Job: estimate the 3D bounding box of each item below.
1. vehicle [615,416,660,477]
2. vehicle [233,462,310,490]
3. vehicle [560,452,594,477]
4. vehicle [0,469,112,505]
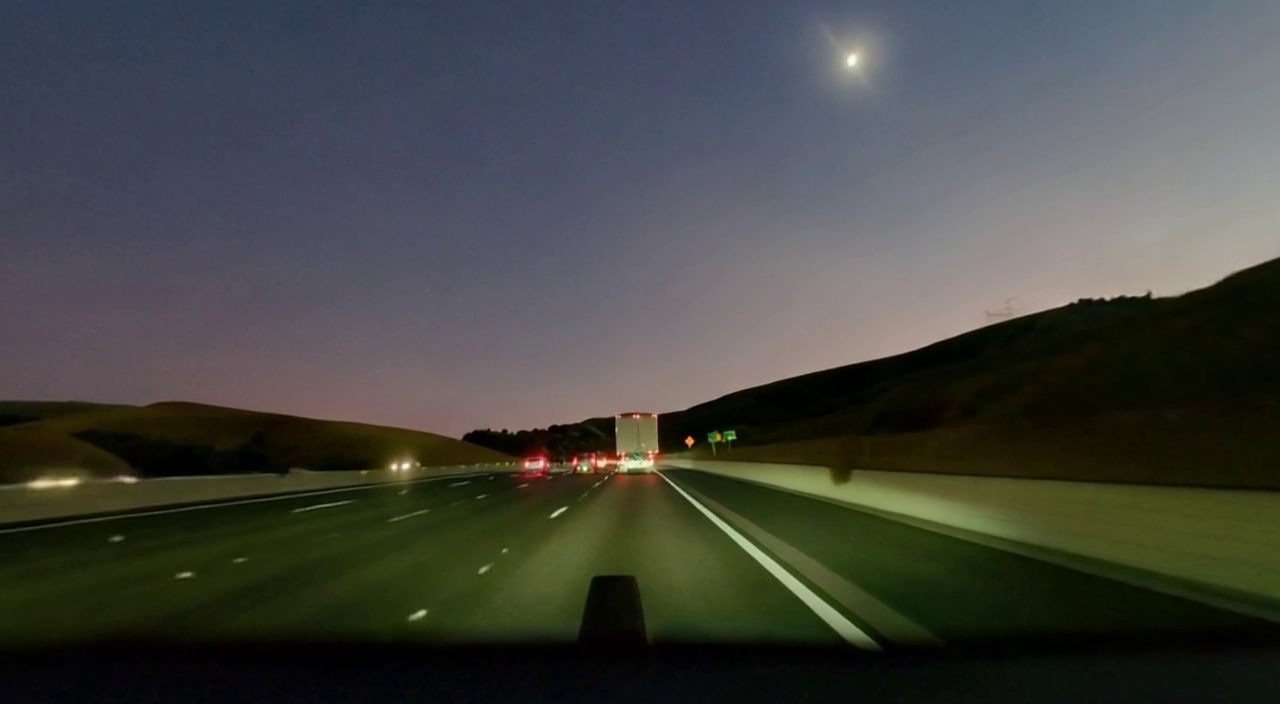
[{"bbox_3d":[-0.110,7.353,48.599,3.039,4.131,11.822,0,-9,1],"label":"vehicle"},{"bbox_3d":[-21.515,7.236,36.985,1.804,1.495,4.335,0,-9,1],"label":"vehicle"},{"bbox_3d":[-4.566,8.228,46.316,2.053,1.746,4.508,0,-9,-1],"label":"vehicle"},{"bbox_3d":[-28.812,6.546,30.872,1.848,1.507,4.500,0,-9,0],"label":"vehicle"}]
